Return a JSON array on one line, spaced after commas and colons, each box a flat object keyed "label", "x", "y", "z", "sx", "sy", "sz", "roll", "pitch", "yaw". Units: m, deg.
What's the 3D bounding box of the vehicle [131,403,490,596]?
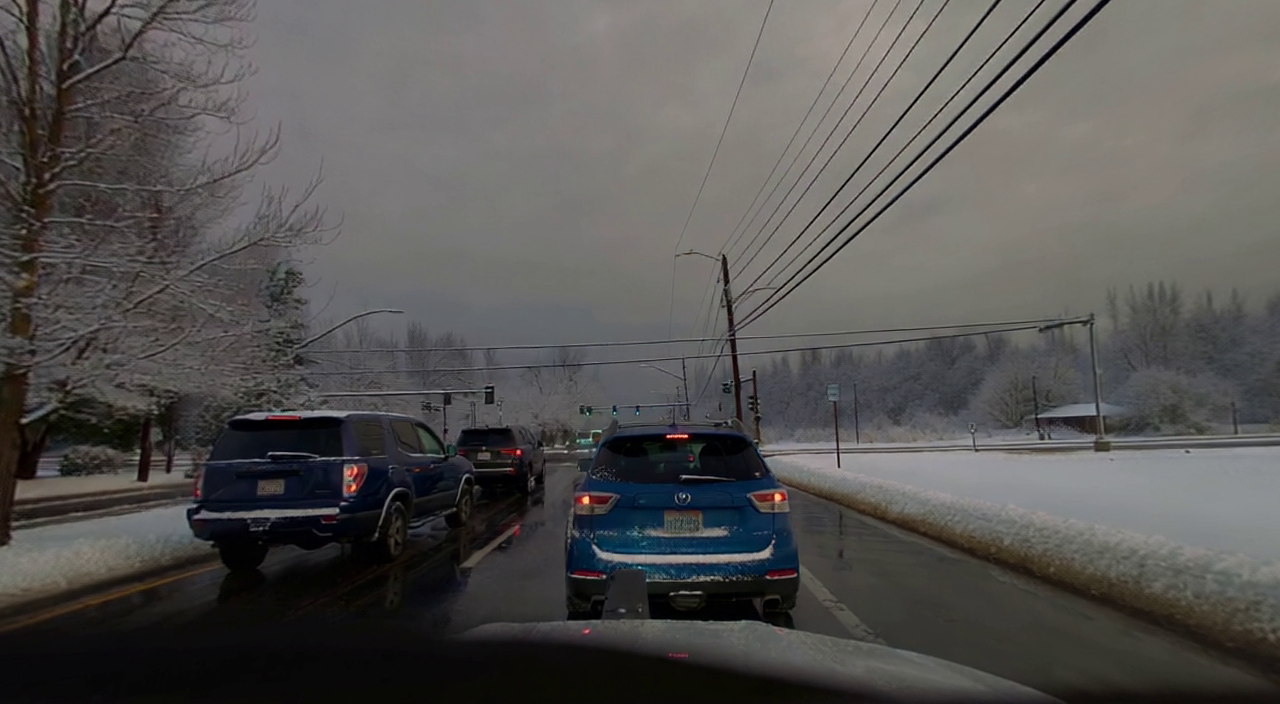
[{"label": "vehicle", "x": -3.474, "y": 1.640, "z": 7.886, "sx": 2.105, "sy": 1.706, "sz": 4.337, "roll": 0, "pitch": -9, "yaw": 0}]

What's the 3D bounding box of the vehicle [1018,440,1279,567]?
[{"label": "vehicle", "x": 8.384, "y": 2.162, "z": 9.939, "sx": 1.993, "sy": 1.508, "sz": 4.521, "roll": 0, "pitch": -9, "yaw": -1}]

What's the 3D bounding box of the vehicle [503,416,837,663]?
[{"label": "vehicle", "x": 0.116, "y": 1.450, "z": 5.958, "sx": 2.056, "sy": 1.487, "sz": 4.003, "roll": 0, "pitch": -9, "yaw": -2}]
